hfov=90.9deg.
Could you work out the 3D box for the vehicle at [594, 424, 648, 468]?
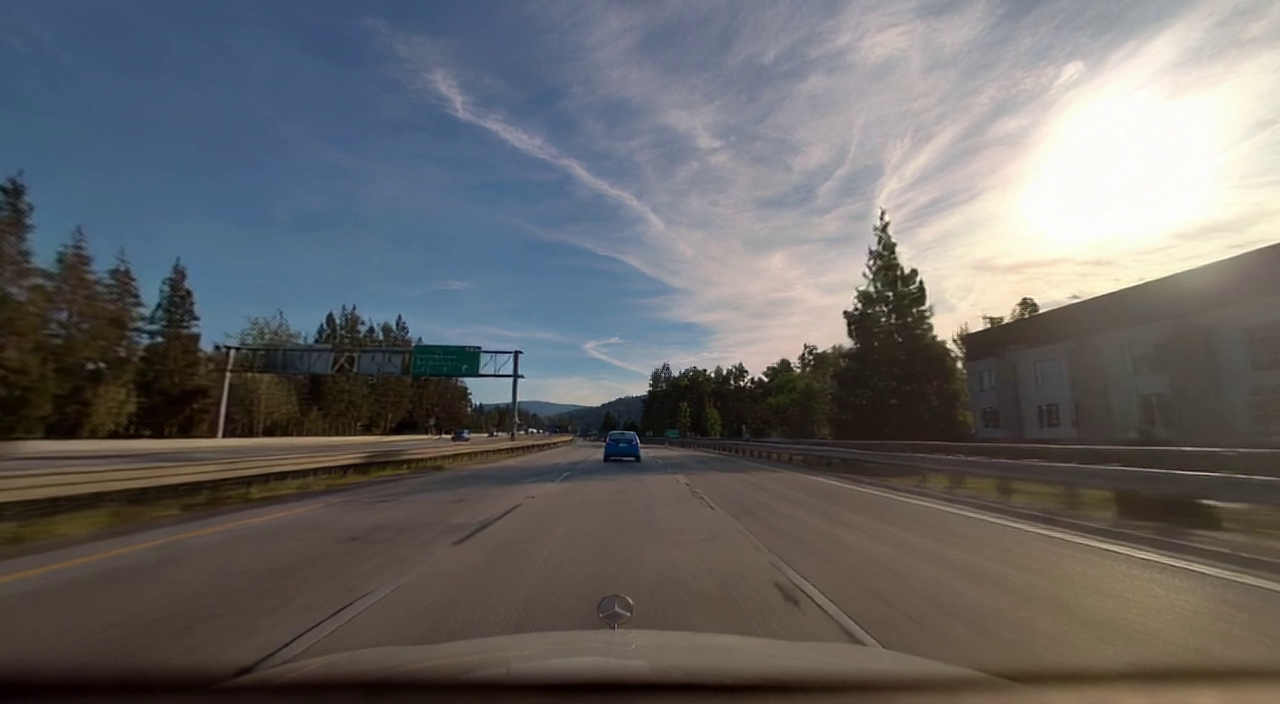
[{"bbox_3d":[-0.771,3.795,25.703,2.020,1.633,3.942,0,-8,-2],"label":"vehicle"}]
